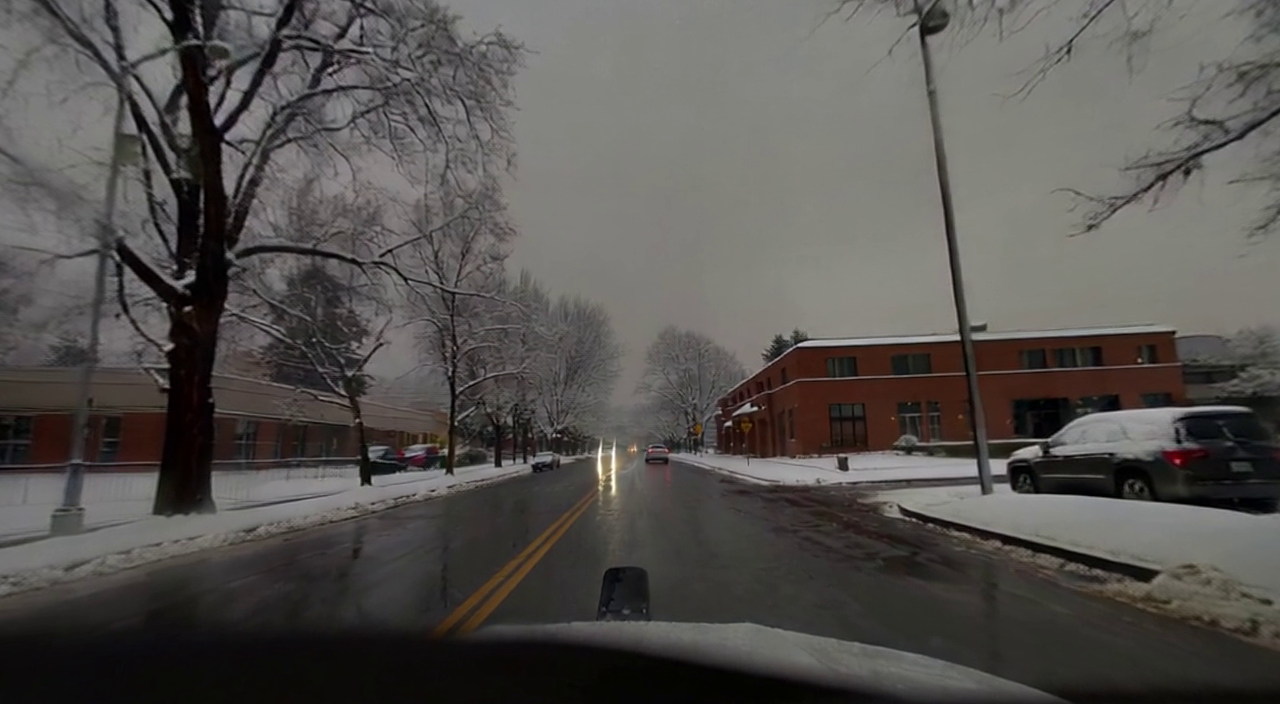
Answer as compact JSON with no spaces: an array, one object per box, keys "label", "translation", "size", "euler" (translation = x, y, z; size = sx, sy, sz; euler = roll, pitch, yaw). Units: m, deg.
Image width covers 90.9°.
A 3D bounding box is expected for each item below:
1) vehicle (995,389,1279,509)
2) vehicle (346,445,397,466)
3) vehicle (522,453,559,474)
[{"label":"vehicle","translation":[9.258,1.939,12.142],"size":[2.018,1.840,4.662],"euler":[0,-11,0]},{"label":"vehicle","translation":[-21.219,8.223,49.993],"size":[1.906,1.596,4.599],"euler":[0,-9,1]},{"label":"vehicle","translation":[-7.111,8.004,45.423],"size":[1.930,1.463,4.195],"euler":[0,-9,0]}]
